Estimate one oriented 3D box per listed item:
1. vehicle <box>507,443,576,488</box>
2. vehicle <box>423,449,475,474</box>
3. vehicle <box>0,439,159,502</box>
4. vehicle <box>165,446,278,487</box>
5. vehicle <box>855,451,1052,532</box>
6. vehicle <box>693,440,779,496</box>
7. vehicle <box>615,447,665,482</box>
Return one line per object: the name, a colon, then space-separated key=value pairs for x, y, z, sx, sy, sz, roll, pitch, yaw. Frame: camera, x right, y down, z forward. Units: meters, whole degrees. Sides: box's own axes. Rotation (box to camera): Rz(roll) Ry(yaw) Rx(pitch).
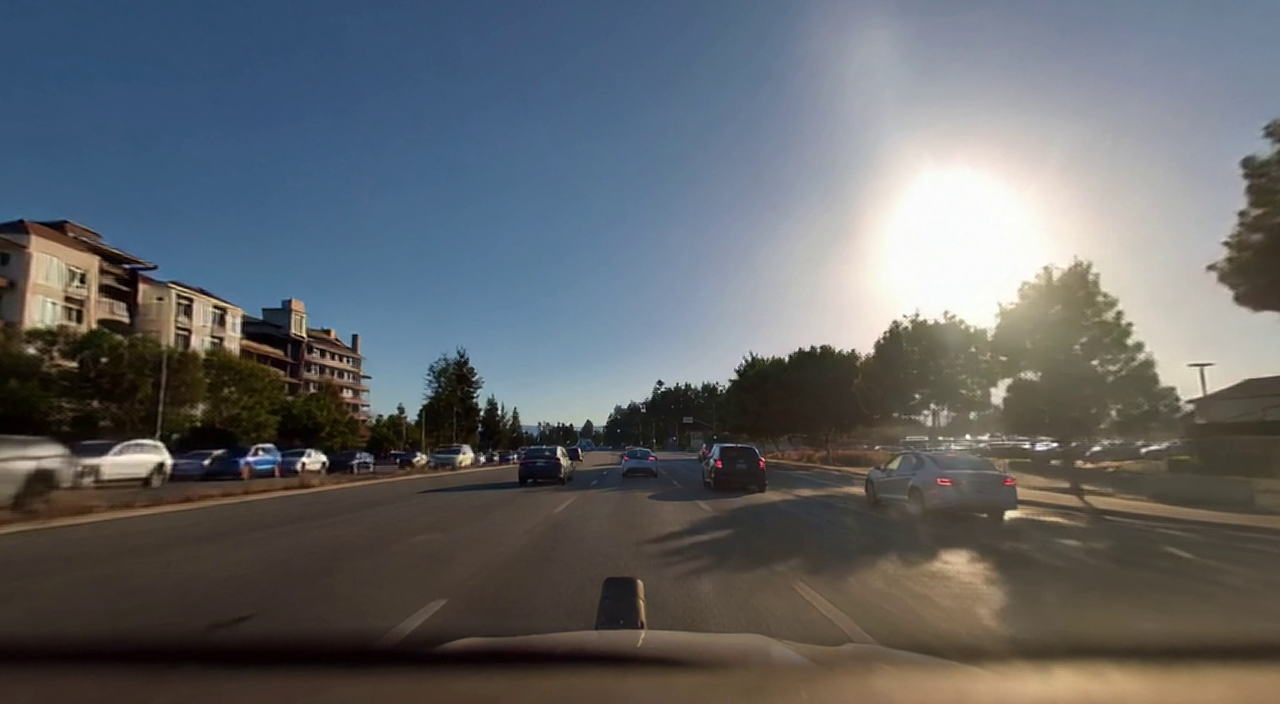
vehicle: x=-3.953 y=4.635 z=26.183 sx=2.172 sy=1.671 sz=4.175 roll=0 pitch=-8 yaw=0
vehicle: x=-12.581 y=7.223 z=41.961 sx=2.043 sy=1.571 sz=4.946 roll=0 pitch=-8 yaw=-2
vehicle: x=-19.110 y=3.873 z=21.190 sx=2.062 sy=1.840 sz=4.951 roll=0 pitch=-8 yaw=-1
vehicle: x=-19.063 y=5.202 z=29.082 sx=2.186 sy=1.676 sz=4.444 roll=0 pitch=-8 yaw=-1
vehicle: x=6.486 y=2.887 z=13.734 sx=1.945 sy=1.408 sz=4.288 roll=0 pitch=-8 yaw=-2
vehicle: x=3.130 y=3.888 z=21.612 sx=2.161 sy=1.716 sz=4.194 roll=0 pitch=-8 yaw=-2
vehicle: x=-0.029 y=5.212 z=29.606 sx=2.155 sy=1.486 sz=4.403 roll=0 pitch=-8 yaw=-1
